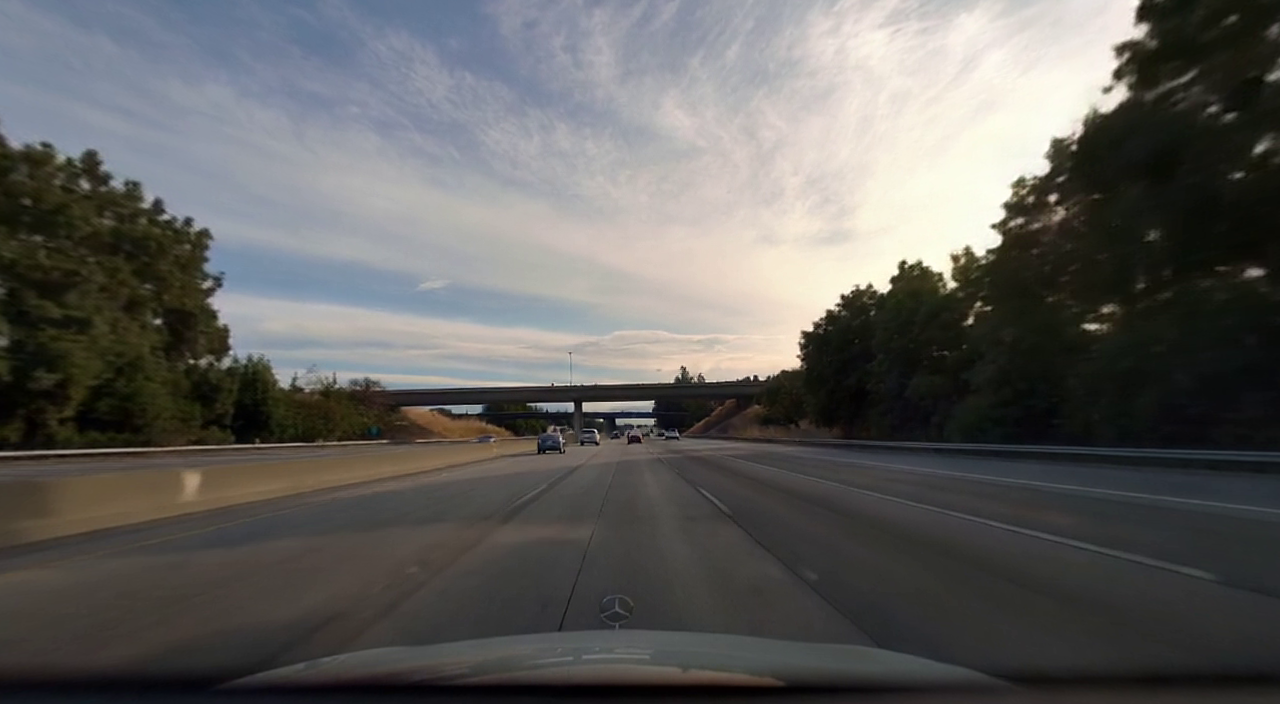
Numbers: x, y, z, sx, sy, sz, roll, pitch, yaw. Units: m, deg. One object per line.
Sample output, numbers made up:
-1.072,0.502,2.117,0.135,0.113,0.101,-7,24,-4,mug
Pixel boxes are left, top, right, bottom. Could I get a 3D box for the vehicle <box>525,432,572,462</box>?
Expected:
-4.828,5.073,33.879,1.933,1.473,4.023,0,-8,0,vehicle
